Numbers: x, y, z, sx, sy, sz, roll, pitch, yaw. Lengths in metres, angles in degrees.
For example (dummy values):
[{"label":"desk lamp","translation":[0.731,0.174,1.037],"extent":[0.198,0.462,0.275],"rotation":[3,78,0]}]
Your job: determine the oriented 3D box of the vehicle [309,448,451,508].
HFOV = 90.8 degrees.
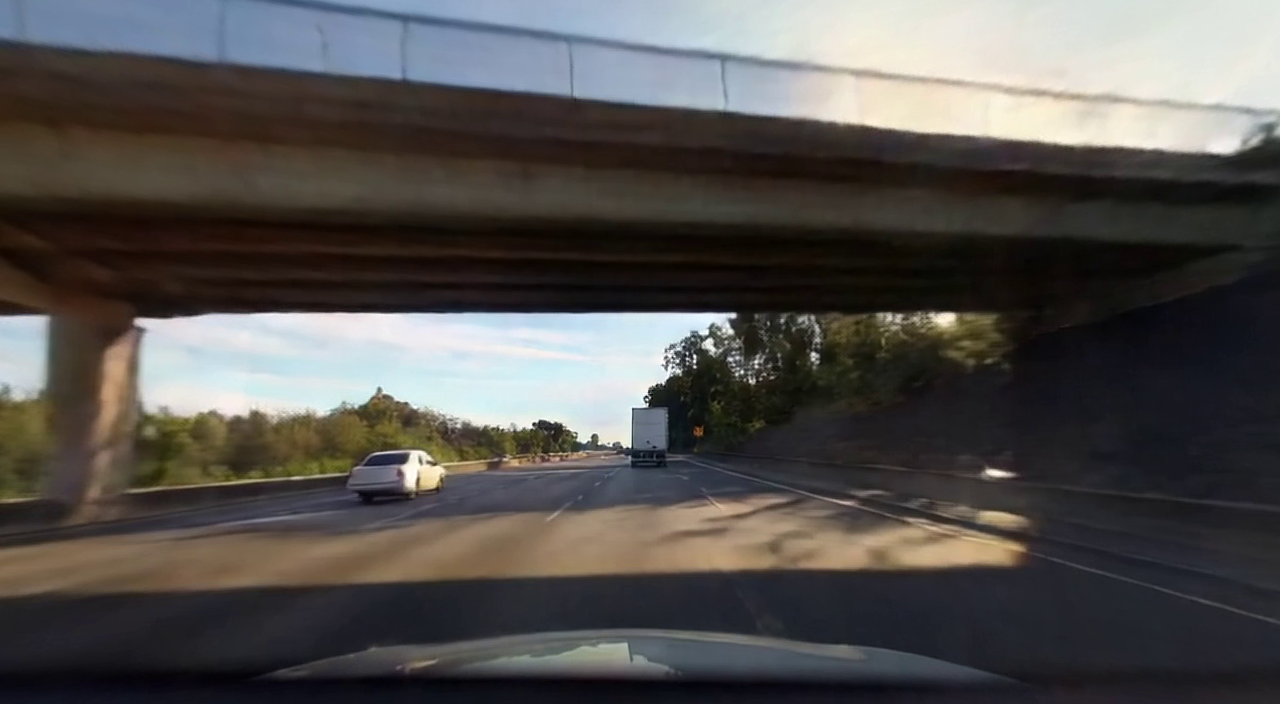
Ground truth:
[{"label":"vehicle","translation":[-7.218,3.520,18.148],"extent":[1.953,1.452,4.711],"rotation":[0,-9,2]}]
